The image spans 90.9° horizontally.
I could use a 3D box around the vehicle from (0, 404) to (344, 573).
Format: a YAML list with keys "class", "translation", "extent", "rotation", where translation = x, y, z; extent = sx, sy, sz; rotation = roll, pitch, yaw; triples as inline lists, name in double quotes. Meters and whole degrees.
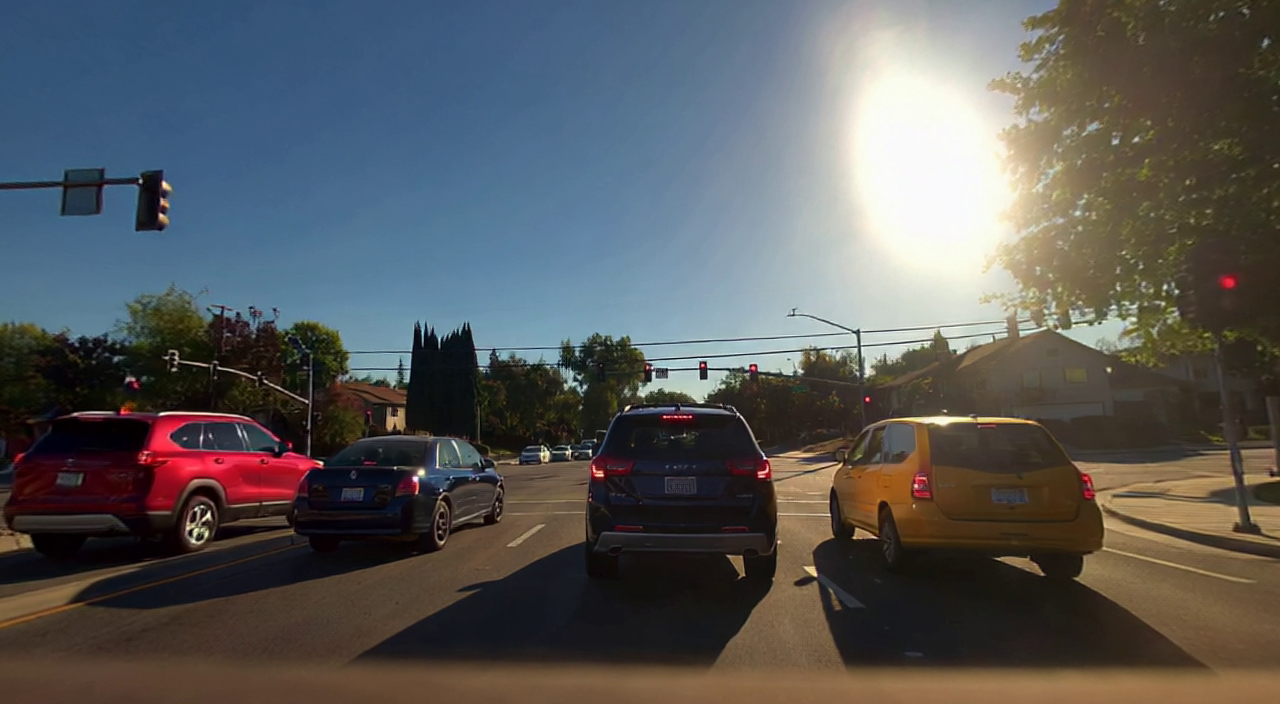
- class: "vehicle"
  translation: [-6.626, 1.823, 9.245]
  extent: [2.075, 1.796, 4.785]
  rotation: [0, -8, 2]

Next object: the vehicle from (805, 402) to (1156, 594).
- class: "vehicle"
  translation: [3.527, 1.587, 7.738]
  extent: [2.047, 1.638, 4.395]
  rotation: [-1, -8, 4]

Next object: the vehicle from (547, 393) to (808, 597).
- class: "vehicle"
  translation: [0.392, 1.519, 7.496]
  extent: [2.198, 1.708, 4.170]
  rotation: [0, -8, 2]

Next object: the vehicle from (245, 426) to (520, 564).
- class: "vehicle"
  translation: [-3.240, 1.884, 9.104]
  extent: [1.885, 1.475, 4.359]
  rotation: [-1, -8, 4]
